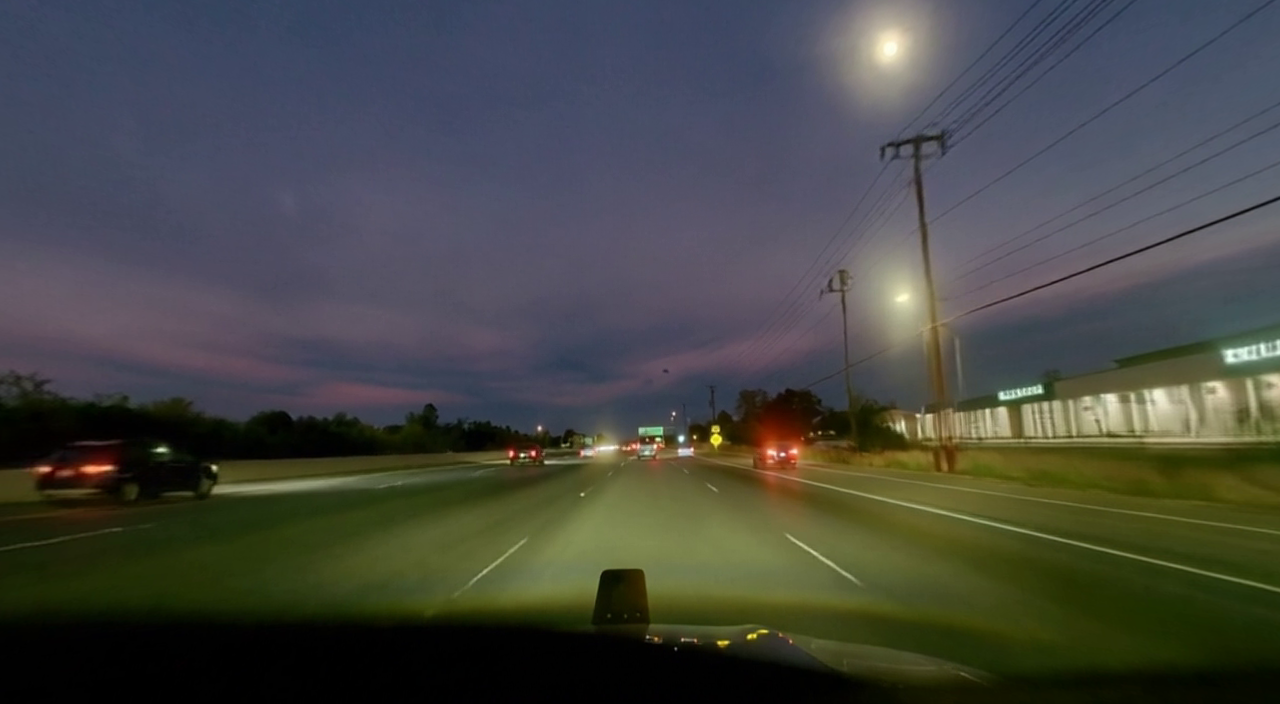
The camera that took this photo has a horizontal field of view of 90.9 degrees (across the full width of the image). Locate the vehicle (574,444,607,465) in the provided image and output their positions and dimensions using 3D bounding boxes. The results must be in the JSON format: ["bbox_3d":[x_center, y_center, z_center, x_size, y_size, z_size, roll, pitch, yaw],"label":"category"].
[{"bbox_3d":[-3.530,7.415,45.711,1.979,1.469,4.378,0,-8,1],"label":"vehicle"}]

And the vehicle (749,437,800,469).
[{"bbox_3d":[7.586,5.747,35.974,1.937,1.698,4.322,0,-8,-1],"label":"vehicle"}]

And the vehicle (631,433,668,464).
[{"bbox_3d":[0.683,7.354,48.150,2.622,2.208,5.320,0,-8,0],"label":"vehicle"}]

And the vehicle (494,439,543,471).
[{"bbox_3d":[-7.145,6.119,37.603,2.007,1.732,4.395,0,-8,1],"label":"vehicle"}]

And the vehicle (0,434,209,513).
[{"bbox_3d":[-14.686,3.226,17.390,2.149,1.846,4.713,-1,-8,1],"label":"vehicle"}]
